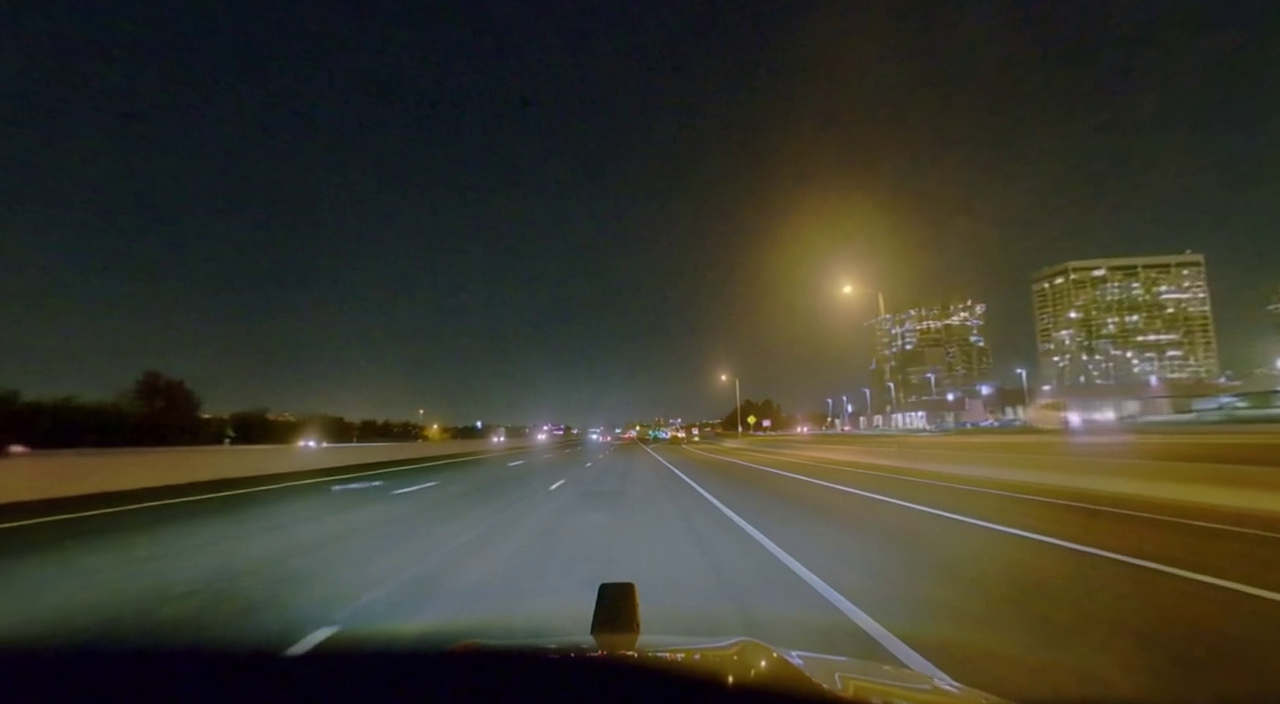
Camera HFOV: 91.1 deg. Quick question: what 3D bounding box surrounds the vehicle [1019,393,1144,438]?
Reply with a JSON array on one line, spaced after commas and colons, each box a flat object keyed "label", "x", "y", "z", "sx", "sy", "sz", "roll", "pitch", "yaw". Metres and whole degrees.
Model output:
[{"label": "vehicle", "x": 19.392, "y": 2.906, "z": 27.926, "sx": 1.988, "sy": 1.834, "sz": 4.810, "roll": 0, "pitch": -8, "yaw": -1}]
